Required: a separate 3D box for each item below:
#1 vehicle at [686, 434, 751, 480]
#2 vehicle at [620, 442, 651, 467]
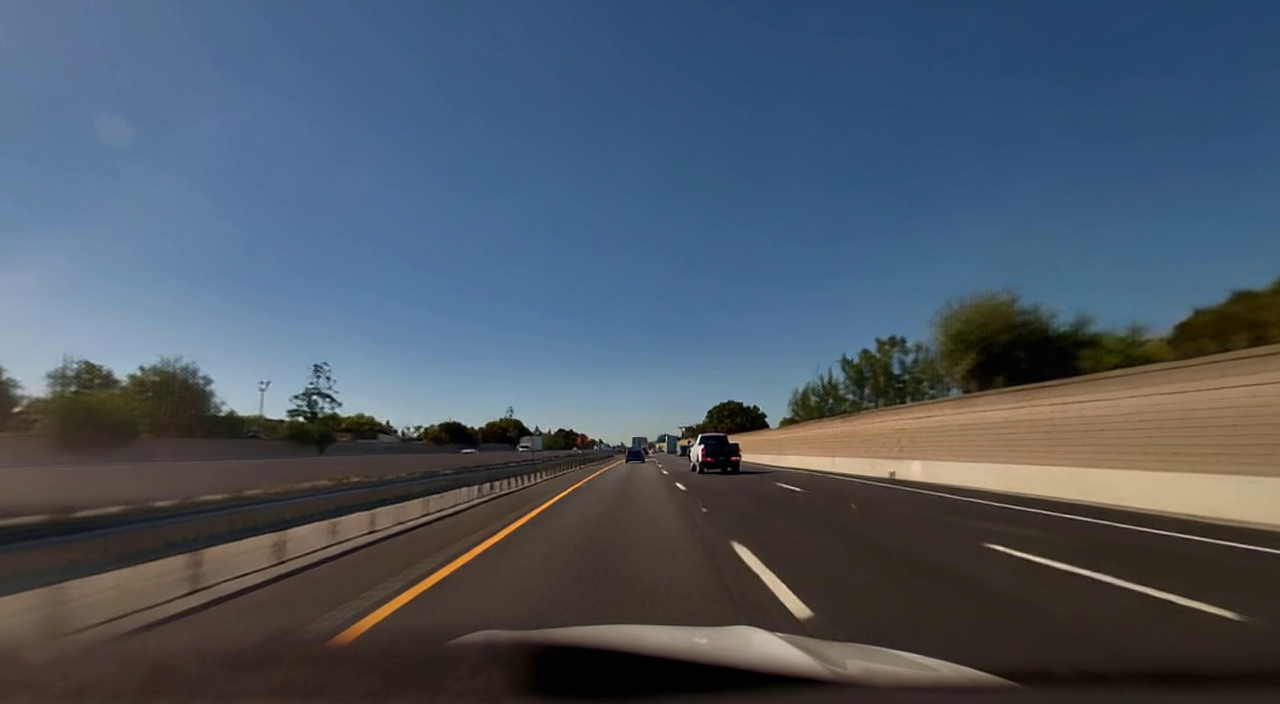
[{"bbox_3d":[3.354,4.619,27.986,2.269,1.839,4.554,0,-9,-1],"label":"vehicle"},{"bbox_3d":[-0.305,7.341,45.361,2.142,1.664,4.076,0,-9,1],"label":"vehicle"}]
